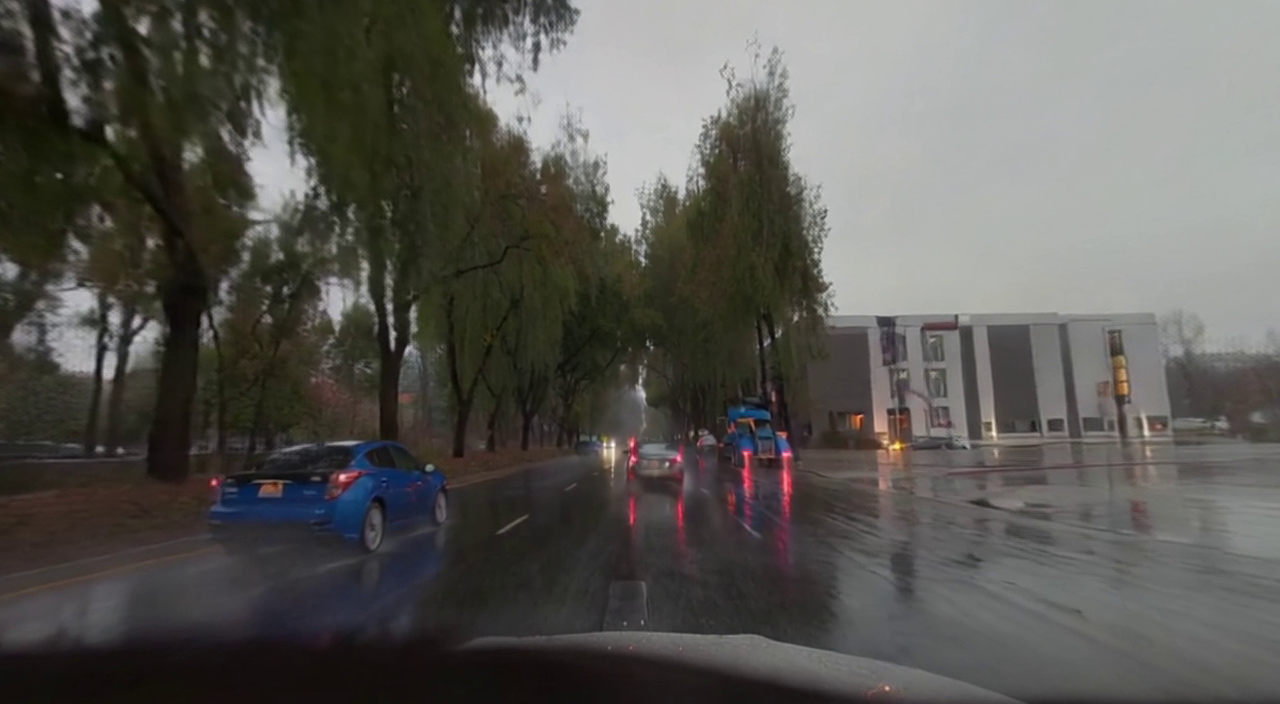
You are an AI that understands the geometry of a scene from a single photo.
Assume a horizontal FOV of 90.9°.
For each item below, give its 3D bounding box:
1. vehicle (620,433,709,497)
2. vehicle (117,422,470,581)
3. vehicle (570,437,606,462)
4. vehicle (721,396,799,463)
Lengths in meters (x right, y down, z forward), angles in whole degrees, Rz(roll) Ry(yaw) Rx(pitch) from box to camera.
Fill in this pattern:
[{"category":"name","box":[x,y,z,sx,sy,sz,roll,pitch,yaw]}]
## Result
[{"category":"vehicle","box":[0.557,2.952,16.865,2.086,1.466,4.026,0,-8,0]},{"category":"vehicle","box":[-4.004,1.796,8.546,2.003,1.507,4.808,0,-8,1]},{"category":"vehicle","box":[-3.658,6.917,44.687,2.062,1.641,4.193,0,-8,2]},{"category":"vehicle","box":[5.925,3.993,32.154,2.736,3.078,5.825,0,-8,-1]}]
